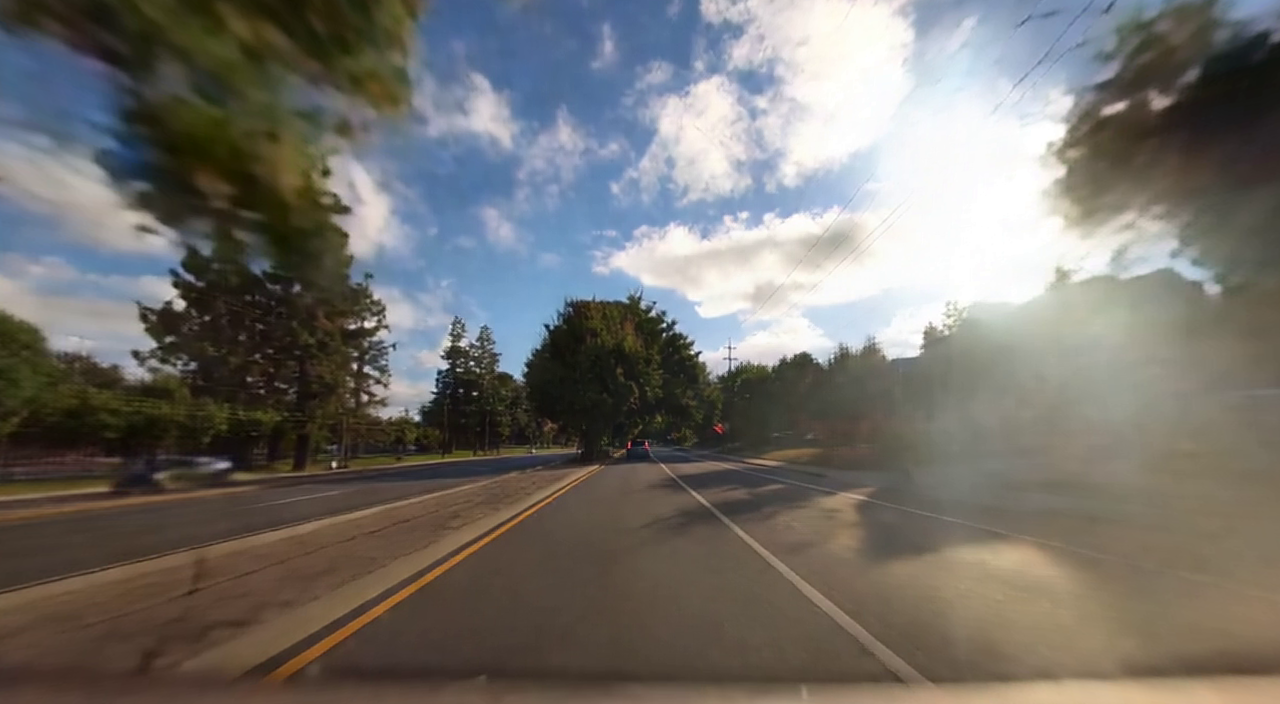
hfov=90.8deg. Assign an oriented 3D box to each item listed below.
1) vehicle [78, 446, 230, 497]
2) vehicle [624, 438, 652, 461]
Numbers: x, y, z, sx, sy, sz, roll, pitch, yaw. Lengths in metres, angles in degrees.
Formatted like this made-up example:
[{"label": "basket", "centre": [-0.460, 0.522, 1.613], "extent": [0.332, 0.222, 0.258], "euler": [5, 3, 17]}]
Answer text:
[{"label": "vehicle", "centre": [-17.915, 4.379, 23.638], "extent": [1.986, 1.649, 4.573], "euler": [0, -8, 0]}, {"label": "vehicle", "centre": [-0.178, 7.396, 48.022], "extent": [2.016, 1.665, 3.932], "euler": [0, -8, -1]}]
